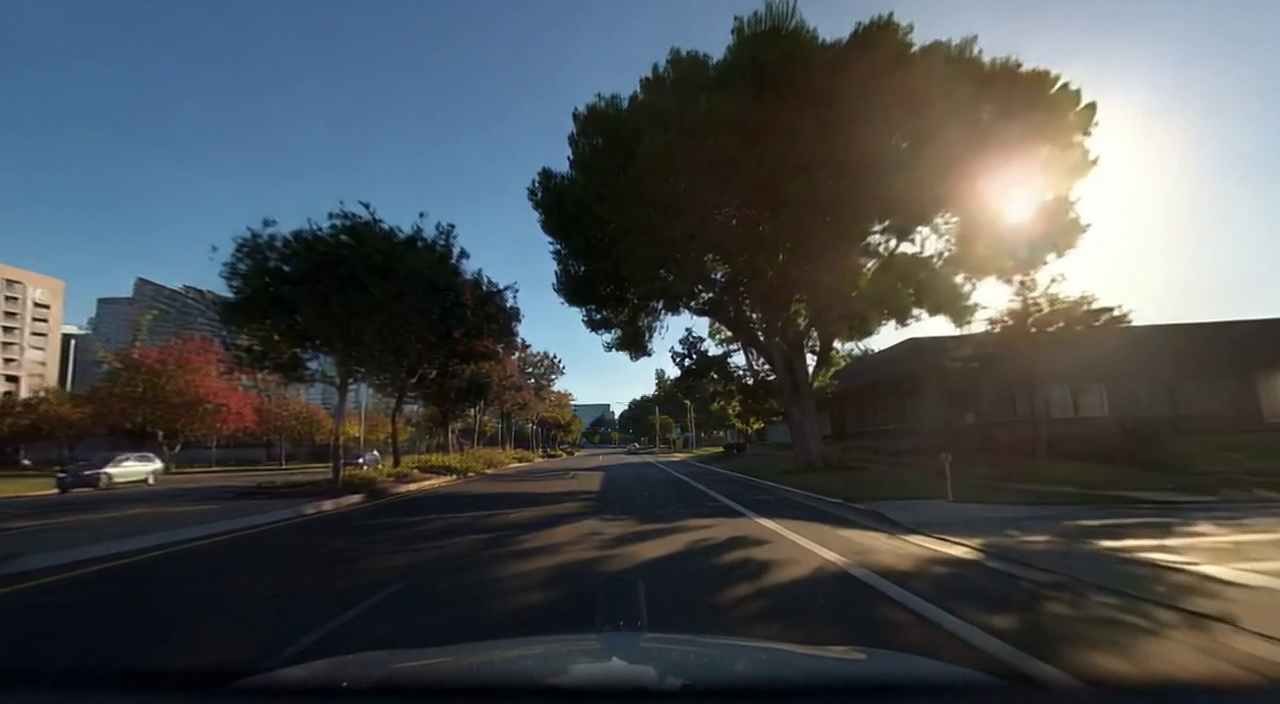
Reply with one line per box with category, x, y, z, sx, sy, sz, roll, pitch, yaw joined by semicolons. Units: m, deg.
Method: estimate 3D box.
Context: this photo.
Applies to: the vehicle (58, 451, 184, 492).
vehicle;-24.010;5.500;29.486;2.150;1.710;4.503;0;-8;-3
